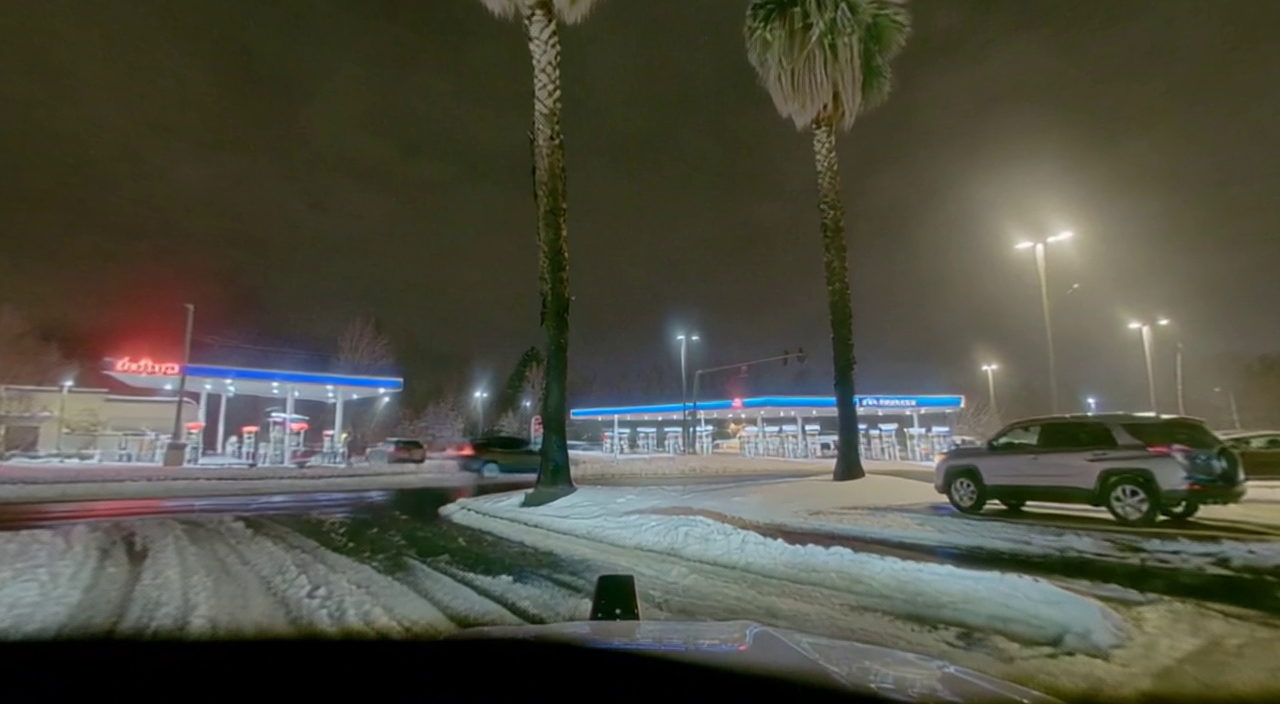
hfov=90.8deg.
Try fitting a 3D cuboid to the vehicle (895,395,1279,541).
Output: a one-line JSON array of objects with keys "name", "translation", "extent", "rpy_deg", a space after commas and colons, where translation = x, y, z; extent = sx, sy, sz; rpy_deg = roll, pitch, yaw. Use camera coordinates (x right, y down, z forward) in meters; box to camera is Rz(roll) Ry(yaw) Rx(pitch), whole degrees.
[{"name": "vehicle", "translation": [7.092, 1.845, 10.615], "extent": [2.028, 1.850, 4.731], "rpy_deg": [6, -10, -37]}]

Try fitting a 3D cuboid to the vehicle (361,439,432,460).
[{"name": "vehicle", "translation": [-18.703, 7.456, 48.635], "extent": [4.764, 1.523, 1.849], "rpy_deg": [6, -10, -36]}]

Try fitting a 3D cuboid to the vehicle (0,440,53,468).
[{"name": "vehicle", "translation": [-35.050, 5.762, 35.909], "extent": [1.901, 1.463, 3.948], "rpy_deg": [5, -10, -35]}]

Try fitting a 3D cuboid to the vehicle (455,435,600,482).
[{"name": "vehicle", "translation": [-3.961, 3.769, 22.719], "extent": [4.758, 1.497, 1.856], "rpy_deg": [5, -10, -36]}]
